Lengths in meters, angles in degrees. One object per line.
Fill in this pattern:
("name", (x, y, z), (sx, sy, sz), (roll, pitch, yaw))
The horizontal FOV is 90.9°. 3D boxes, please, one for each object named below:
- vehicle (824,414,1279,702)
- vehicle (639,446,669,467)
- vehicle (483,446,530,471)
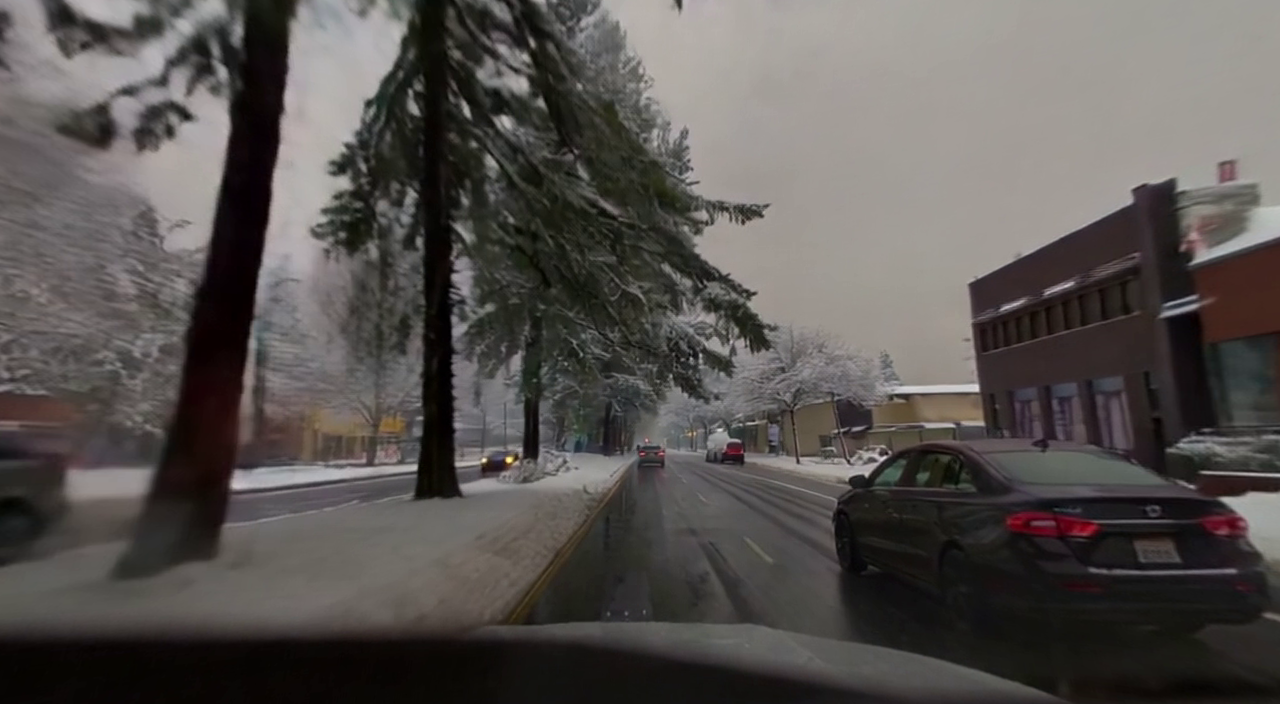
("vehicle", (3.193, 1.383, 5.405), (1.989, 1.498, 4.050), (0, -8, 0))
("vehicle", (0.904, 7.043, 42.832), (1.945, 1.343, 3.827), (0, -8, 0))
("vehicle", (-8.262, 6.605, 39.332), (1.922, 1.464, 4.201), (0, -8, 1))
